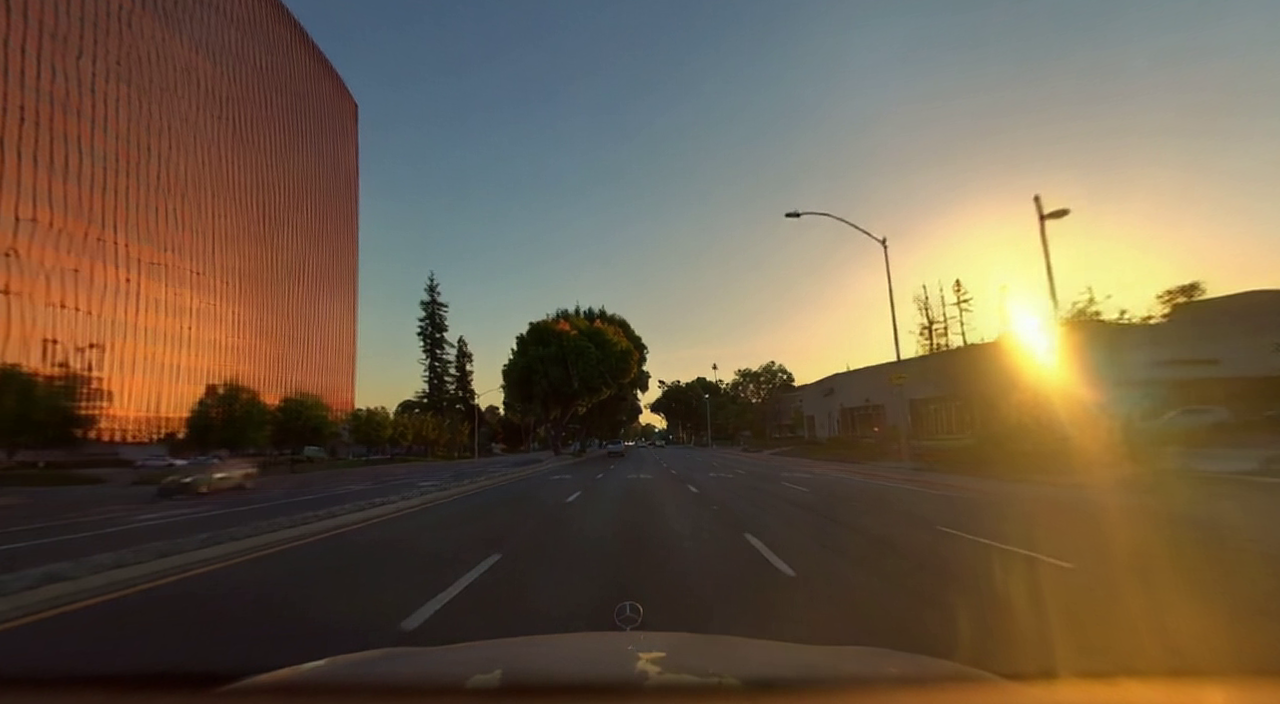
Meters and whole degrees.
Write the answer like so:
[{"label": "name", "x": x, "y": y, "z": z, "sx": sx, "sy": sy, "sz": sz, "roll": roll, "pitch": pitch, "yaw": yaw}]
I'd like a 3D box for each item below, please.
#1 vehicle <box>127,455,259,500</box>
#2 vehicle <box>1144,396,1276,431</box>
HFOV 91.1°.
[{"label": "vehicle", "x": -17.323, "y": 4.857, "z": 24.642, "sx": 1.961, "sy": 1.525, "sz": 4.332, "roll": 0, "pitch": -8, "yaw": 0}, {"label": "vehicle", "x": 30.170, "y": 3.342, "z": 33.427, "sx": 1.979, "sy": 1.592, "sz": 4.711, "roll": 4, "pitch": -9, "yaw": -24}]
